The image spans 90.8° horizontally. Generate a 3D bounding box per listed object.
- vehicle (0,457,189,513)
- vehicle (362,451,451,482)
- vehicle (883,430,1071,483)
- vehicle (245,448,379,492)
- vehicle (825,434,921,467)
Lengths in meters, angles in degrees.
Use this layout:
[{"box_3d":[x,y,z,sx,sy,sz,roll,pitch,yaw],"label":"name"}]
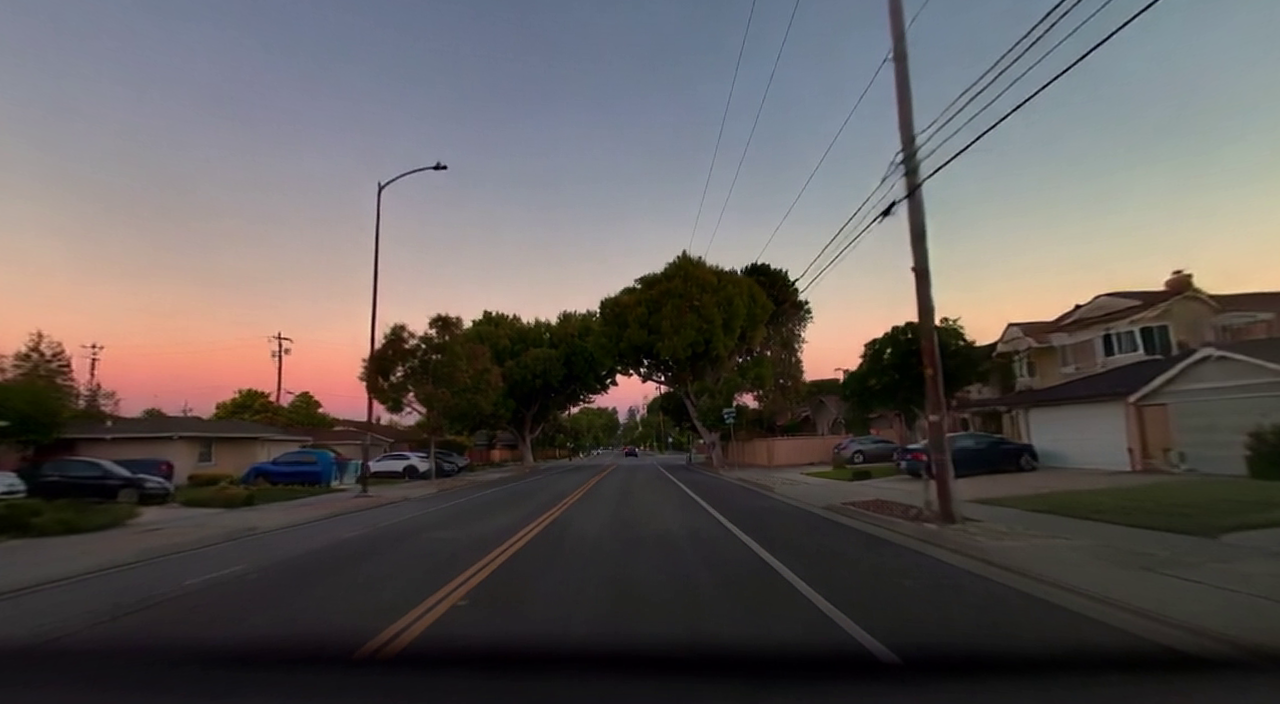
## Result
[{"box_3d":[-16.482,3.925,18.942,4.199,1.510,2.058,1,-9,-10],"label":"vehicle"},{"box_3d":[-12.347,6.100,33.656,3.927,1.560,2.049,0,-9,0],"label":"vehicle"},{"box_3d":[10.643,3.303,20.162,4.908,1.537,2.065,1,-9,-8],"label":"vehicle"},{"box_3d":[-12.965,4.661,25.226,4.207,1.648,1.956,1,-9,-6],"label":"vehicle"},{"box_3d":[13.025,5.499,35.390,4.653,1.775,1.906,2,-9,-11],"label":"vehicle"}]
